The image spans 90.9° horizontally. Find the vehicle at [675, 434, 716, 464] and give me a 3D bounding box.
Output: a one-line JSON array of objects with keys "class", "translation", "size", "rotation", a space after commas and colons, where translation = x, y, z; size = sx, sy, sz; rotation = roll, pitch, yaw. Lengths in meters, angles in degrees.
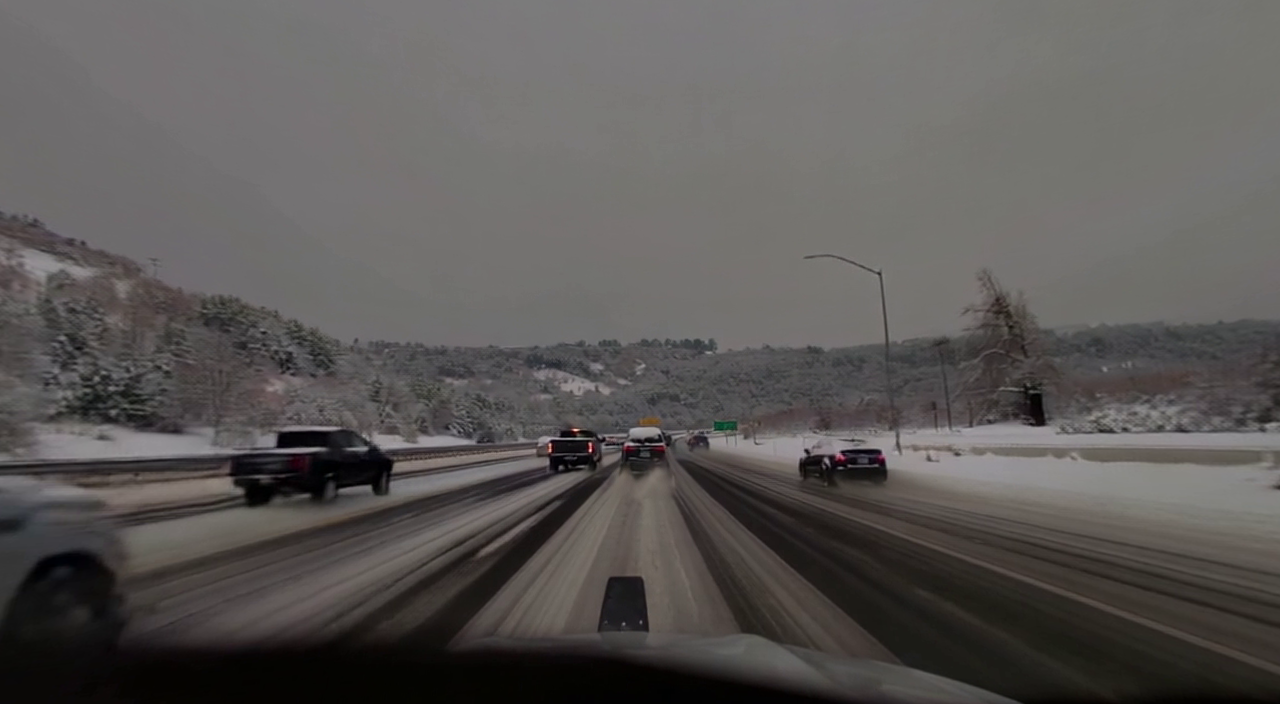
[{"class": "vehicle", "translation": [3.448, 6.112, 39.889], "size": [2.067, 1.775, 4.372], "rotation": [0, -8, -2]}]

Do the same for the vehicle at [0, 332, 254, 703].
[{"class": "vehicle", "translation": [-3.859, 0.718, 1.991], "size": [2.160, 1.799, 5.001], "rotation": [0, -8, -1]}]

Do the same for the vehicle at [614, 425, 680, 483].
[{"class": "vehicle", "translation": [0.279, 3.483, 21.738], "size": [2.052, 1.808, 3.898], "rotation": [-1, -8, 2]}]

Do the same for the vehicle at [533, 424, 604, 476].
[{"class": "vehicle", "translation": [-2.962, 4.242, 27.504], "size": [2.316, 1.999, 5.765], "rotation": [0, -8, 1]}]

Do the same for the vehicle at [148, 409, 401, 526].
[{"class": "vehicle", "translation": [-6.618, 2.149, 12.220], "size": [2.036, 1.813, 4.564], "rotation": [-1, -8, 2]}]

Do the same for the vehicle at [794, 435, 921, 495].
[{"class": "vehicle", "translation": [5.928, 3.115, 17.836], "size": [1.998, 1.456, 4.338], "rotation": [0, -8, 0]}]
